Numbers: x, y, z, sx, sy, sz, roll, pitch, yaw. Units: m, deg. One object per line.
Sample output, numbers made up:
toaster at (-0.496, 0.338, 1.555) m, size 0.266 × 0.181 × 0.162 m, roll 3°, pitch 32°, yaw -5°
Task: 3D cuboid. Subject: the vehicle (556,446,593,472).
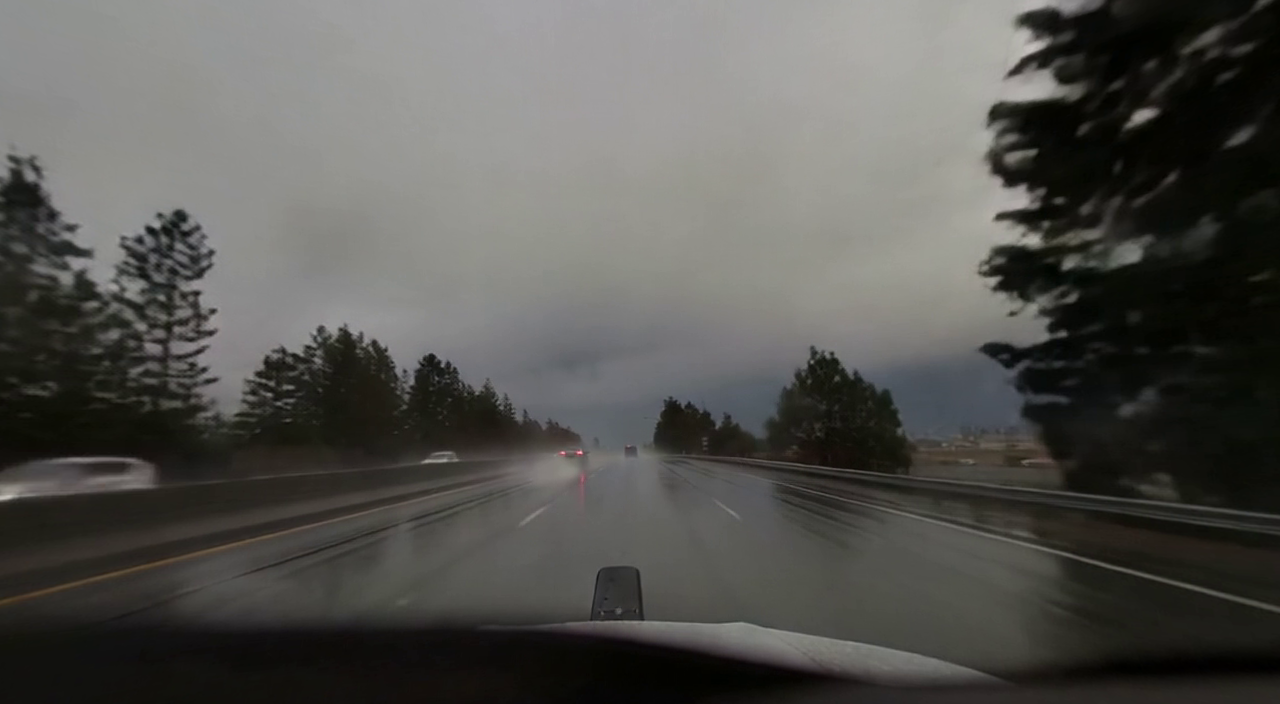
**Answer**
vehicle at (-4.042, 6.710, 39.591) m, size 1.970 × 1.492 × 3.944 m, roll 0°, pitch -9°, yaw -1°
